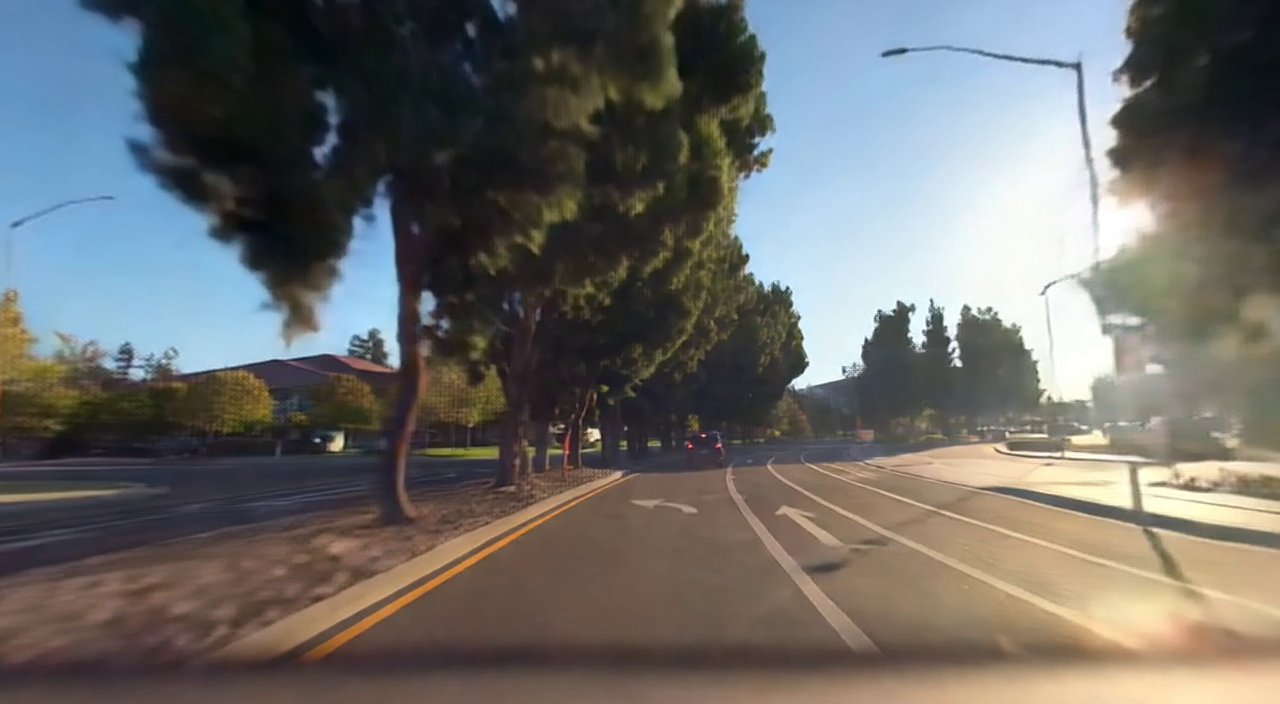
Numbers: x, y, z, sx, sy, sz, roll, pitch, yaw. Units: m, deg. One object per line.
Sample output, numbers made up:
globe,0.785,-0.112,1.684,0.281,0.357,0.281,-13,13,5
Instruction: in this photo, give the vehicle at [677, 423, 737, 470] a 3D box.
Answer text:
vehicle,3.234,4.381,29.224,2.371,1.926,5.615,-1,-9,10

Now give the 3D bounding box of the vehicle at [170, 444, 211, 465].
vehicle,-33.686,7.664,47.148,1.983,1.491,4.333,5,-10,-29

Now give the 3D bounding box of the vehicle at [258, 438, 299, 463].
vehicle,-28.656,7.793,49.873,2.123,1.834,4.749,4,-9,-23
